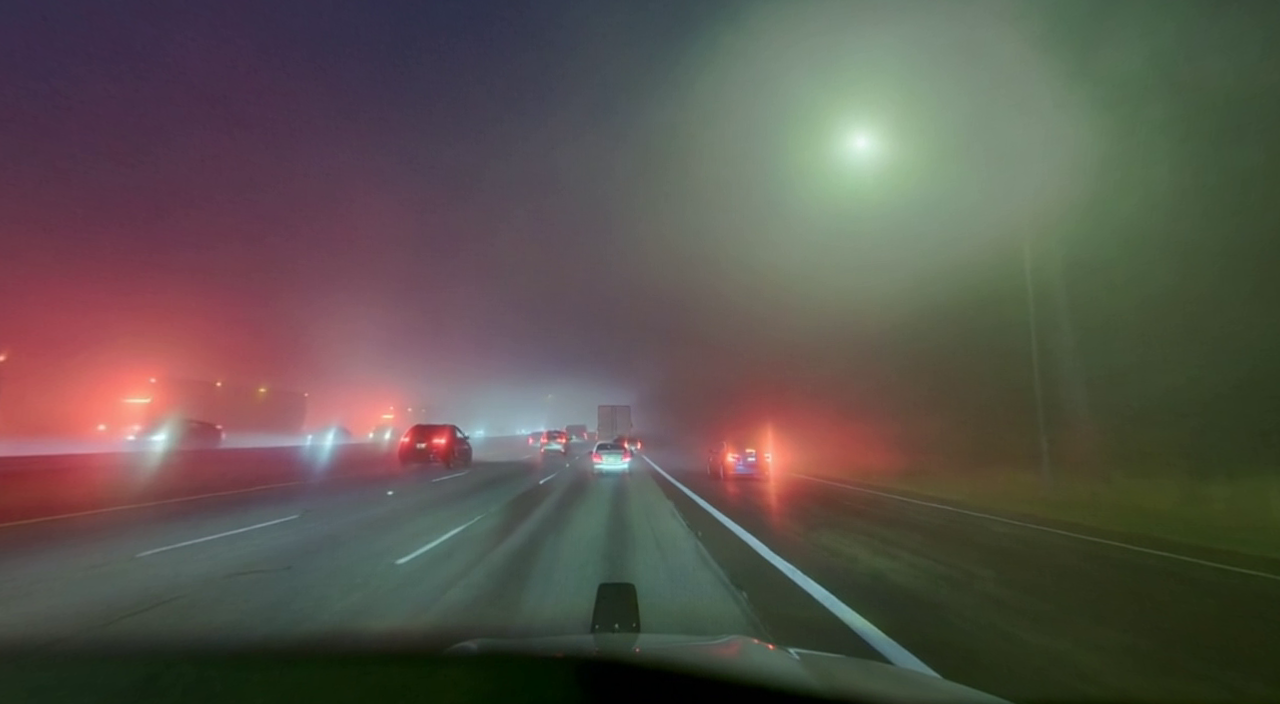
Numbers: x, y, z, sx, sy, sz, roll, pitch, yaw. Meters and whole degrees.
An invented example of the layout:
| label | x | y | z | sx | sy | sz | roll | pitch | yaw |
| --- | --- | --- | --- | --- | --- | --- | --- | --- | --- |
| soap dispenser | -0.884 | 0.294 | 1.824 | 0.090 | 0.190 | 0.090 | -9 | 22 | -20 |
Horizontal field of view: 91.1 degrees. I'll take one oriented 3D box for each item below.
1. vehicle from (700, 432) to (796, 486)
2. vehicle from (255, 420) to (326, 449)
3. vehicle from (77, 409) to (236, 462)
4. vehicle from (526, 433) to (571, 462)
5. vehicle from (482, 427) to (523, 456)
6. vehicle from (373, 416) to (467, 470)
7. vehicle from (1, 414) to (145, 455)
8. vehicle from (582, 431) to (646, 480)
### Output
| label | x | y | z | sx | sy | sz | roll | pitch | yaw |
| --- | --- | --- | --- | --- | --- | --- | --- | --- | --- |
| vehicle | 3.229 | 3.295 | 19.785 | 1.981 | 1.474 | 4.396 | 0 | -8 | -4 |
| vehicle | -20.148 | 4.770 | 36.435 | 1.831 | 1.575 | 4.218 | 0 | -8 | -3 |
| vehicle | -15.493 | 2.730 | 20.487 | 1.977 | 1.542 | 4.157 | 0 | -8 | -2 |
| vehicle | -5.060 | 5.331 | 35.325 | 2.046 | 1.493 | 4.384 | 0 | -8 | -2 |
| vehicle | -9.428 | 6.178 | 43.444 | 1.992 | 1.838 | 4.493 | 0 | -8 | -2 |
| vehicle | -8.652 | 3.620 | 25.206 | 2.158 | 1.943 | 4.662 | 0 | -8 | -1 |
| vehicle | -23.387 | 3.439 | 26.204 | 2.068 | 1.563 | 4.337 | 0 | -8 | -3 |
| vehicle | -0.872 | 3.463 | 21.341 | 1.980 | 1.478 | 3.758 | 0 | -8 | -2 |
